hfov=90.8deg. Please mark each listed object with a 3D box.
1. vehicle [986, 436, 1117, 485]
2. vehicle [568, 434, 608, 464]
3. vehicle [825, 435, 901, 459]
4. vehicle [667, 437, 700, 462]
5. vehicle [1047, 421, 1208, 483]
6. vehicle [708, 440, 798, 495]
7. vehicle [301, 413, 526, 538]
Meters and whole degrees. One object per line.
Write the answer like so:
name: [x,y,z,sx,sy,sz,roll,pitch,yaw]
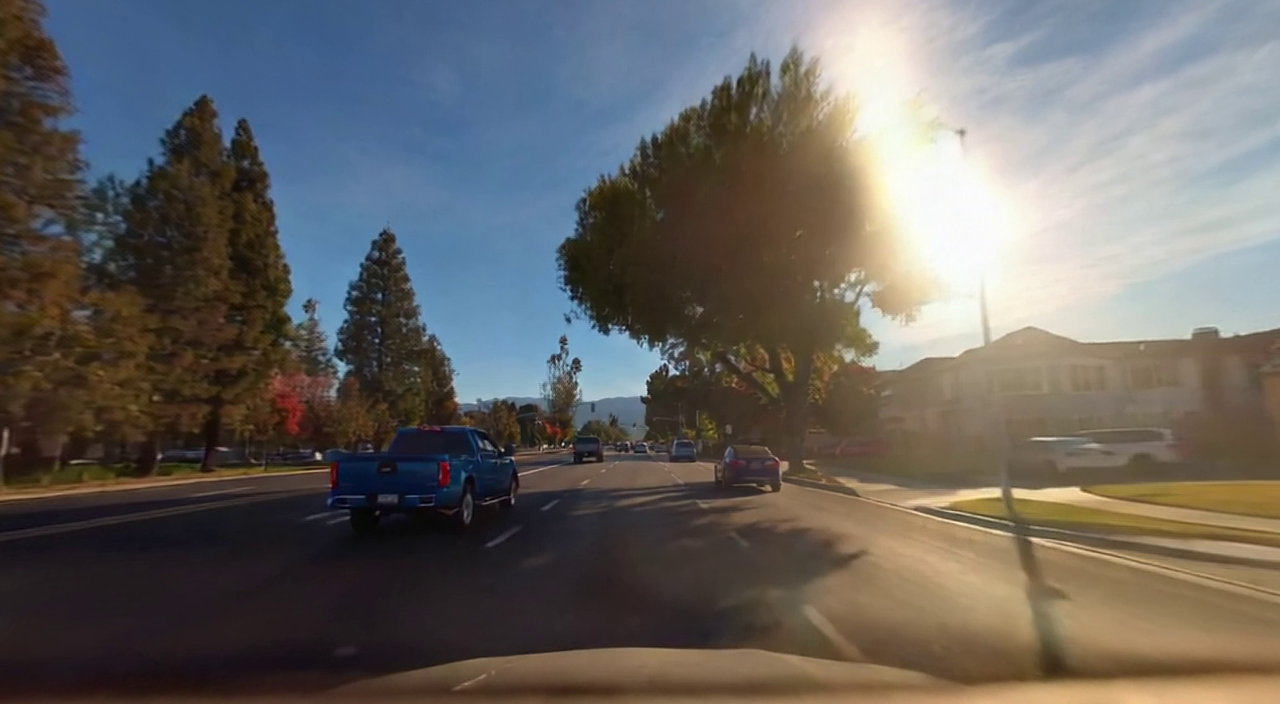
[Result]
vehicle: [13.952,3.677,21.779,1.929,1.502,4.177,0,-8,4]
vehicle: [-3.406,6.471,42.333,2.218,1.829,4.492,0,-8,1]
vehicle: [16.236,6.922,46.090,4.759,1.673,1.972,0,-8,-3]
vehicle: [3.369,7.684,49.990,2.099,1.845,4.363,0,-8,-2]
vehicle: [16.569,3.475,21.866,2.040,1.784,4.533,-3,-10,3]
vehicle: [3.295,3.420,19.244,1.884,1.463,4.195,0,-8,-1]
vehicle: [-3.678,2.107,11.620,2.111,1.745,5.274,0,-8,1]
